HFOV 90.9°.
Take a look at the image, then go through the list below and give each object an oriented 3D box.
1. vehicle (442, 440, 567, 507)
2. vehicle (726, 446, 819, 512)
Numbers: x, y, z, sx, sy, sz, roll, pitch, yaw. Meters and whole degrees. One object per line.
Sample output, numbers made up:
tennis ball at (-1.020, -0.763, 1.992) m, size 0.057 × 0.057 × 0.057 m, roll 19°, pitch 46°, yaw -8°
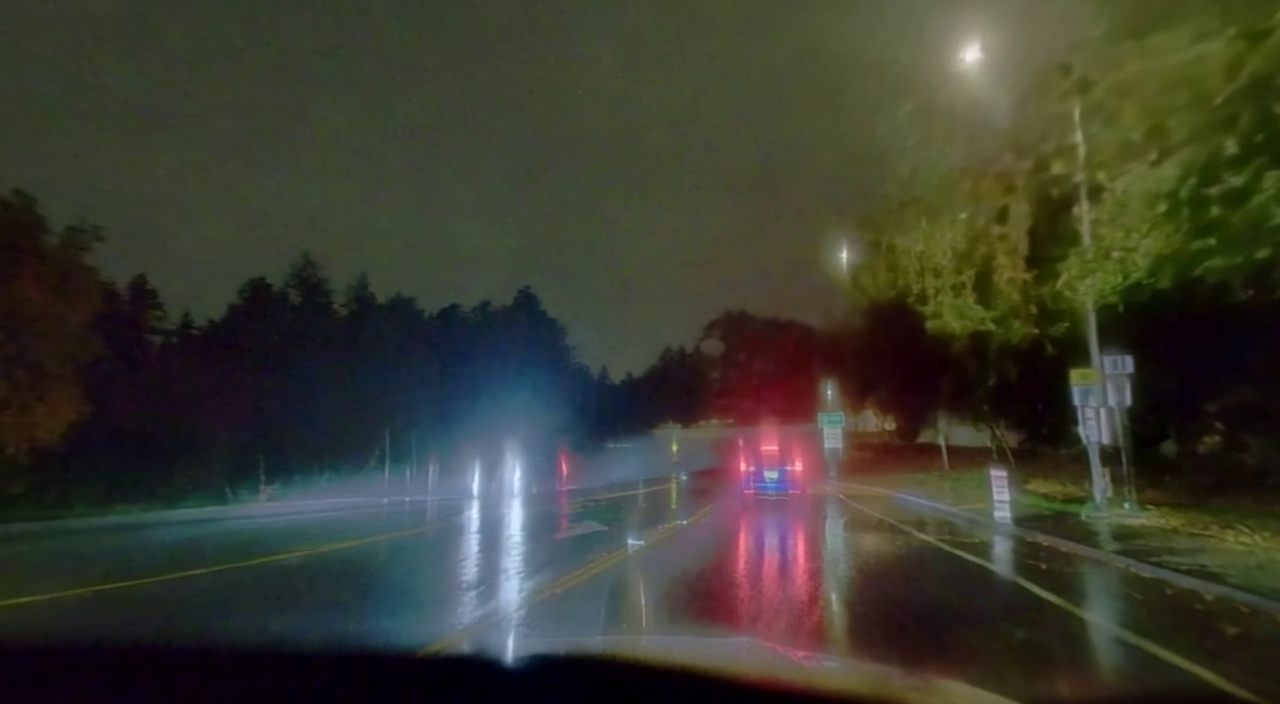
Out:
vehicle at (-4.327, 3.970, 21.225) m, size 2.150 × 1.927 × 5.209 m, roll -2°, pitch -8°, yaw 12°
vehicle at (3.590, 3.369, 17.226) m, size 2.148 × 1.521 × 4.089 m, roll -2°, pitch -8°, yaw 11°
